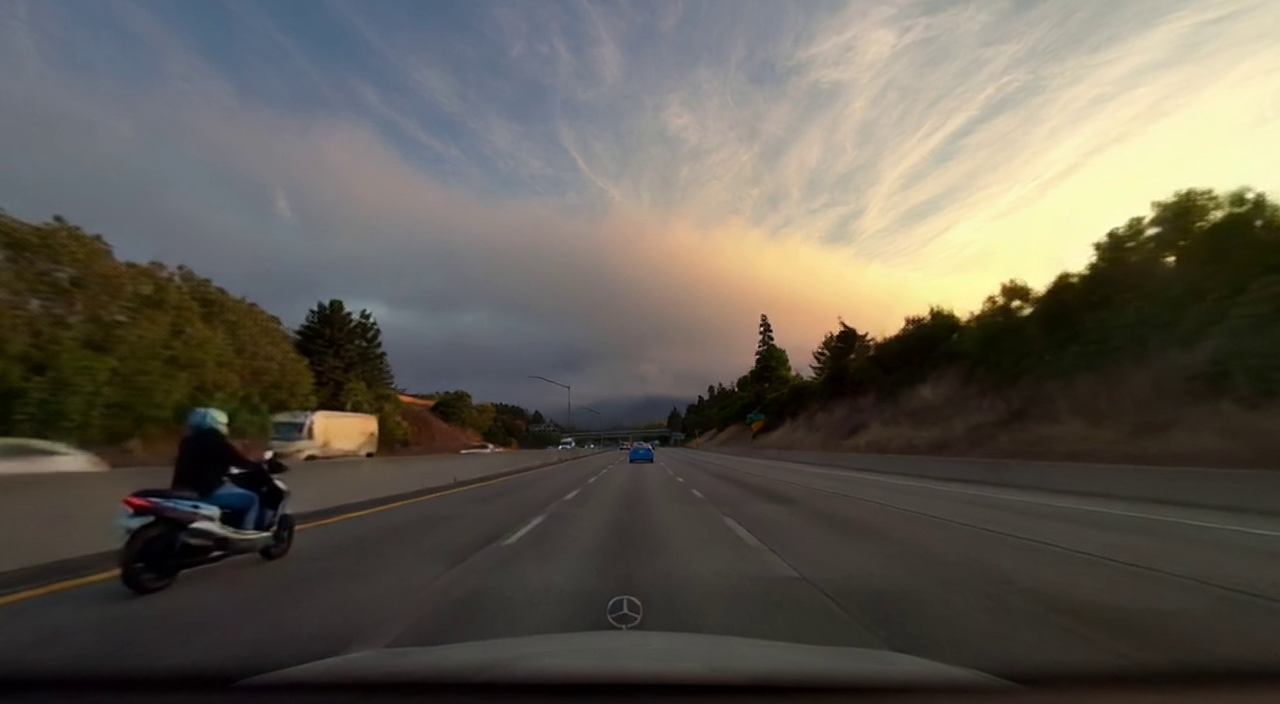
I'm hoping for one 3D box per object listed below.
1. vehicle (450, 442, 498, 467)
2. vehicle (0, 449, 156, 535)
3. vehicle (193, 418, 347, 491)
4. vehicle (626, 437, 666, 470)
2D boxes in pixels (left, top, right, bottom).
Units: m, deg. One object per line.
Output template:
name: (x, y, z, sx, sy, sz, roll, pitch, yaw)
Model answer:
vehicle: (-11.349, 7.070, 43.413, 2.024, 1.594, 4.563, -1, -9, 0)
vehicle: (-12.082, 2.648, 12.240, 1.866, 1.470, 4.358, 0, -9, 0)
vehicle: (-15.788, 4.452, 27.634, 2.314, 2.738, 7.144, -1, -9, 0)
vehicle: (0.348, 6.141, 38.119, 2.247, 1.825, 4.036, 0, -9, 0)
